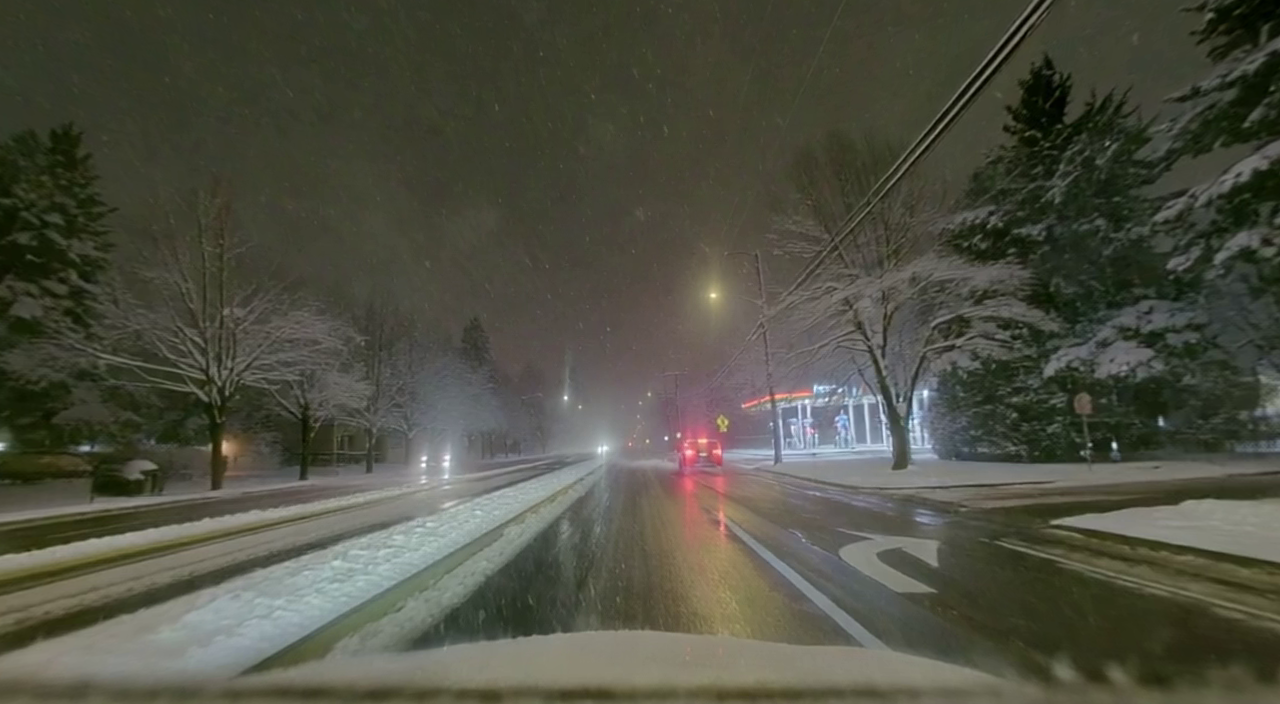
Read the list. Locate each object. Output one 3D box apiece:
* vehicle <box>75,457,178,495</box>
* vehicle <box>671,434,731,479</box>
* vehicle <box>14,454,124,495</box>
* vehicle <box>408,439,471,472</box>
[{"bbox_3d":[-23.077,5.520,28.383,4.117,1.557,1.876,-5,-10,26],"label":"vehicle"},{"bbox_3d":[2.656,4.688,28.644,2.115,1.840,4.777,0,-9,-2],"label":"vehicle"},{"bbox_3d":[-23.124,4.896,25.576,4.016,1.517,1.816,-5,-10,26],"label":"vehicle"},{"bbox_3d":[-12.871,6.694,40.930,2.379,1.967,5.195,0,-9,0],"label":"vehicle"}]
